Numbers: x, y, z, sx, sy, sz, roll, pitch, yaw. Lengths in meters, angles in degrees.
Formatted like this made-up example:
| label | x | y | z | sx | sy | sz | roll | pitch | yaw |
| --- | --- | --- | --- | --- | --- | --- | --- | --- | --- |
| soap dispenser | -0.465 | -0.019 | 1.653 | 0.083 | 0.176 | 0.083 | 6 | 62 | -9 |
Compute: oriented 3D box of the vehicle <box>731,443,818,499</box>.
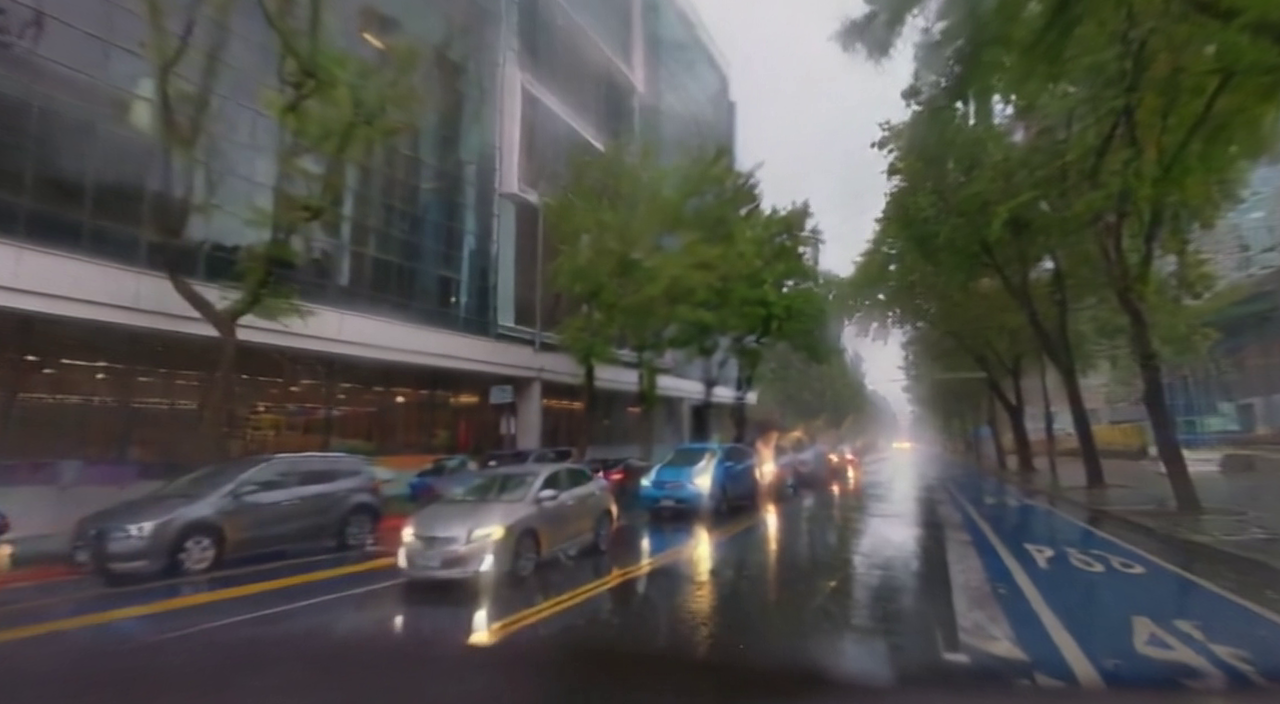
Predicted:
| label | x | y | z | sx | sy | sz | roll | pitch | yaw |
| --- | --- | --- | --- | --- | --- | --- | --- | --- | --- |
| vehicle | 5.127 | 4.367 | 23.619 | 2.225 | 1.848 | 4.472 | -4 | -10 | 24 |

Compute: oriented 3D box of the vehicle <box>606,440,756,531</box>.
| label | x | y | z | sx | sy | sz | roll | pitch | yaw |
| --- | --- | --- | --- | --- | --- | --- | --- | --- | --- |
| vehicle | 1.175 | 3.116 | 15.275 | 2.173 | 1.814 | 4.573 | -5 | -10 | 22 |

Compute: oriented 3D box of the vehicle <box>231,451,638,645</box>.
| label | x | y | z | sx | sy | sz | roll | pitch | yaw |
| --- | --- | --- | --- | --- | --- | --- | --- | --- | --- |
| vehicle | -1.934 | 2.030 | 7.861 | 2.017 | 1.558 | 4.888 | -4 | -10 | 23 |

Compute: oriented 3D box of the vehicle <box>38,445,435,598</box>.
| label | x | y | z | sx | sy | sz | roll | pitch | yaw |
| --- | --- | --- | --- | --- | --- | --- | --- | --- | --- |
| vehicle | -6.972 | 2.996 | 12.149 | 2.348 | 2.086 | 6.107 | -9 | -12 | 21 |
